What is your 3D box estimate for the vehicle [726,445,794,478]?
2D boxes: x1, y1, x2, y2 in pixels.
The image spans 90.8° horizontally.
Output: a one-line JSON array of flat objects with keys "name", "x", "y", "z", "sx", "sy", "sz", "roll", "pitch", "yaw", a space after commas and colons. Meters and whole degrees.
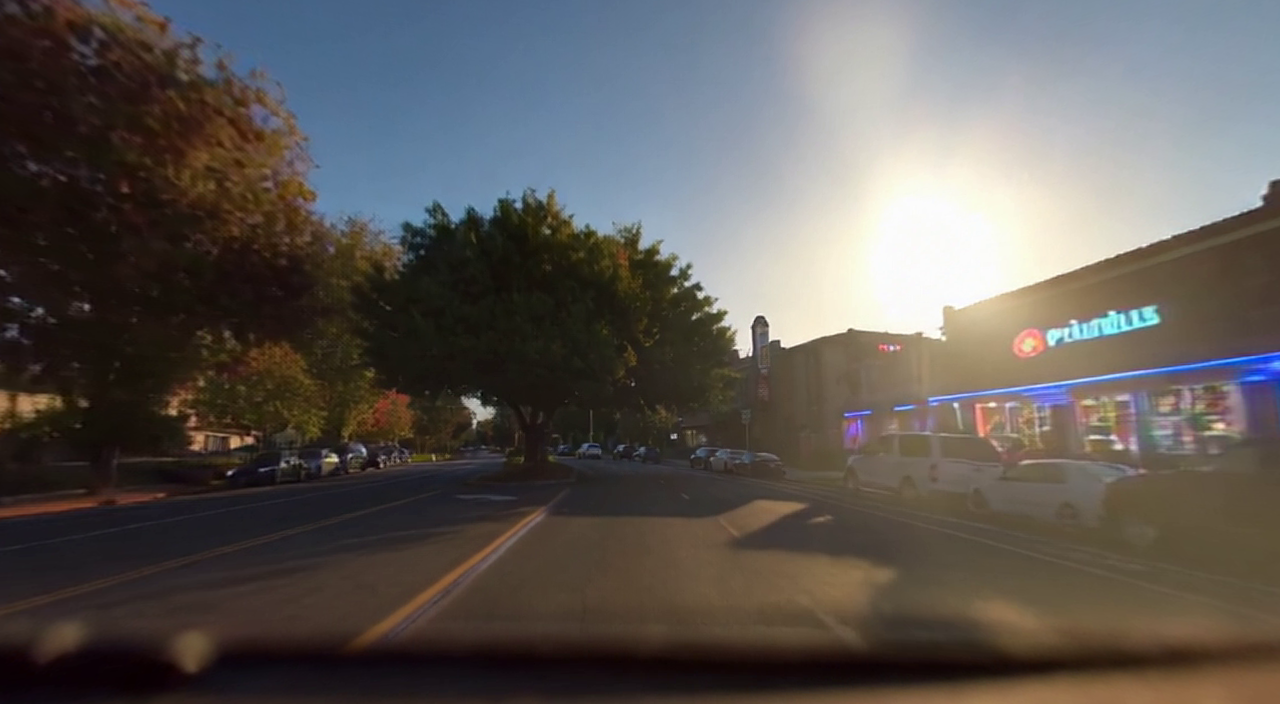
[{"name": "vehicle", "x": 5.946, "y": 5.488, "z": 31.882, "sx": 1.872, "sy": 1.515, "sz": 4.799, "roll": 1, "pitch": -9, "yaw": -8}]

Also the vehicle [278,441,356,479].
[{"name": "vehicle", "x": -16.038, "y": 5.372, "z": 31.652, "sx": 1.927, "sy": 1.748, "sz": 4.474, "roll": 1, "pitch": -9, "yaw": -7}]

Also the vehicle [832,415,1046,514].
[{"name": "vehicle", "x": 7.391, "y": 2.874, "z": 16.713, "sx": 2.543, "sy": 2.114, "sz": 5.984, "roll": 0, "pitch": -9, "yaw": -2}]

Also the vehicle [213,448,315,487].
[{"name": "vehicle", "x": -15.610, "y": 4.768, "z": 26.549, "sx": 2.027, "sy": 1.470, "sz": 4.550, "roll": 1, "pitch": -9, "yaw": -9}]

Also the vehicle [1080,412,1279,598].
[{"name": "vehicle", "x": 7.523, "y": 1.519, "z": 6.314, "sx": 2.425, "sy": 1.818, "sz": 5.028, "roll": 0, "pitch": -9, "yaw": -3}]
